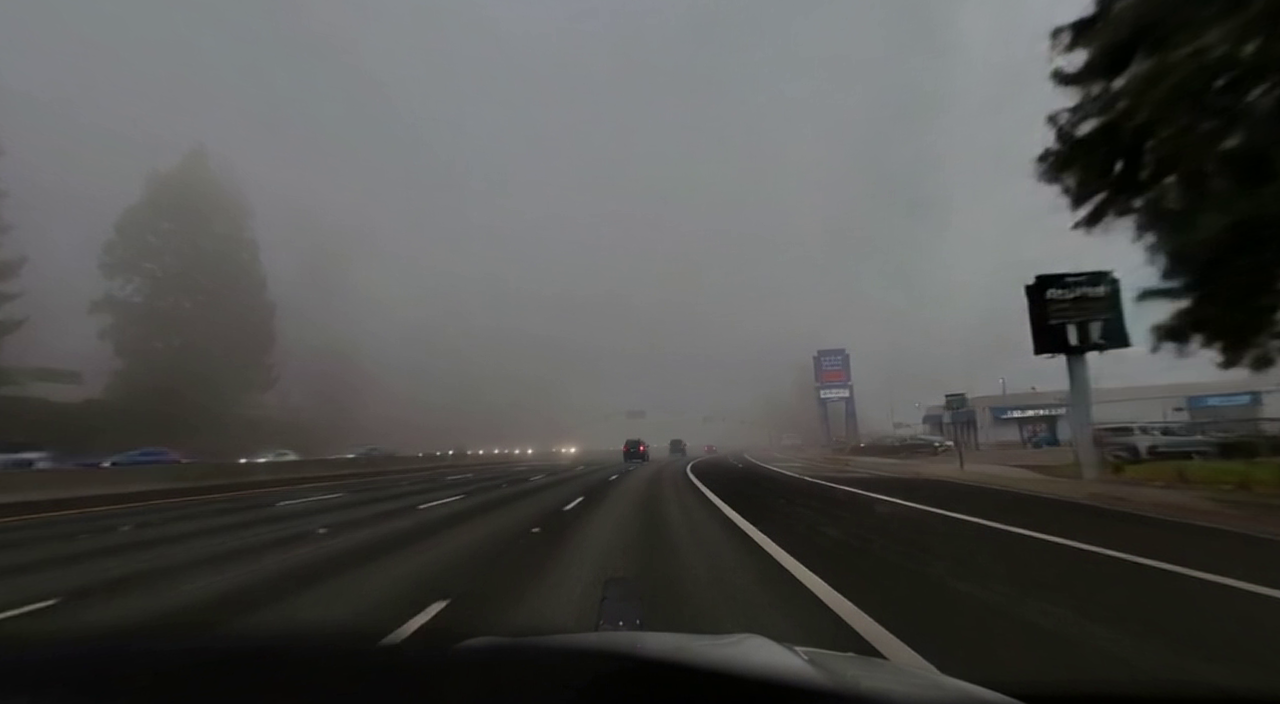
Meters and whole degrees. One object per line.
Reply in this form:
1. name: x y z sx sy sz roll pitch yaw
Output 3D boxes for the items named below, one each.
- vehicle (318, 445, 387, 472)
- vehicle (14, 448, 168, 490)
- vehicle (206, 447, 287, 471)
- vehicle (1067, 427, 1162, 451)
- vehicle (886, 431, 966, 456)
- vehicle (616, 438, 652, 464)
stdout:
1. vehicle: -17.043 6.314 37.721 1.816 1.447 4.245 -1 -8 5
2. vehicle: -21.695 4.606 25.266 1.879 1.464 4.566 0 -8 4
3. vehicle: -25.815 7.023 41.704 1.885 1.469 4.788 -1 -8 7
4. vehicle: 31.274 5.777 41.802 4.650 1.484 1.920 -5 -10 28
5. vehicle: 18.977 6.101 42.148 4.577 1.460 1.937 -6 -9 20
6. vehicle: -0.399 7.260 46.467 2.139 1.782 4.079 -1 -8 7
